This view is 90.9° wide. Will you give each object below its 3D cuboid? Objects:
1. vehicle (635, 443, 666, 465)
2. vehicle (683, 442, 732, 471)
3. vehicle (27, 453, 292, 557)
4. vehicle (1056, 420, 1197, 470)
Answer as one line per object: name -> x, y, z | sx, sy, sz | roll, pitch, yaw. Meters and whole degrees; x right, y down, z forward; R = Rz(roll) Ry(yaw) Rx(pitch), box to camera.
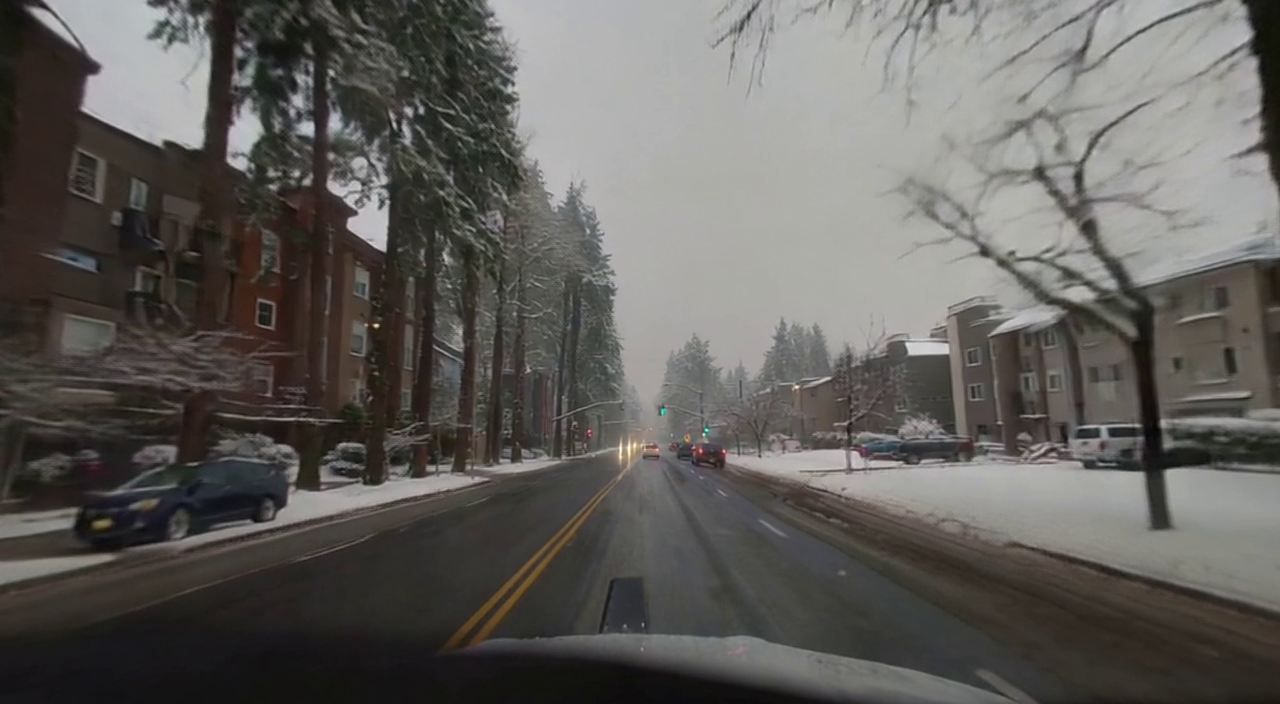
vehicle -> 0.725, 7.202, 44.549 | 2.097, 1.463, 4.043 | 0, -9, 0
vehicle -> 3.628, 5.738, 34.731 | 2.078, 1.488, 4.741 | 0, -9, -1
vehicle -> -9.428, 2.965, 12.981 | 1.933, 1.498, 4.446 | -4, -7, 1
vehicle -> 19.664, 3.766, 25.597 | 4.063, 1.912, 2.029 | 1, -9, -5
